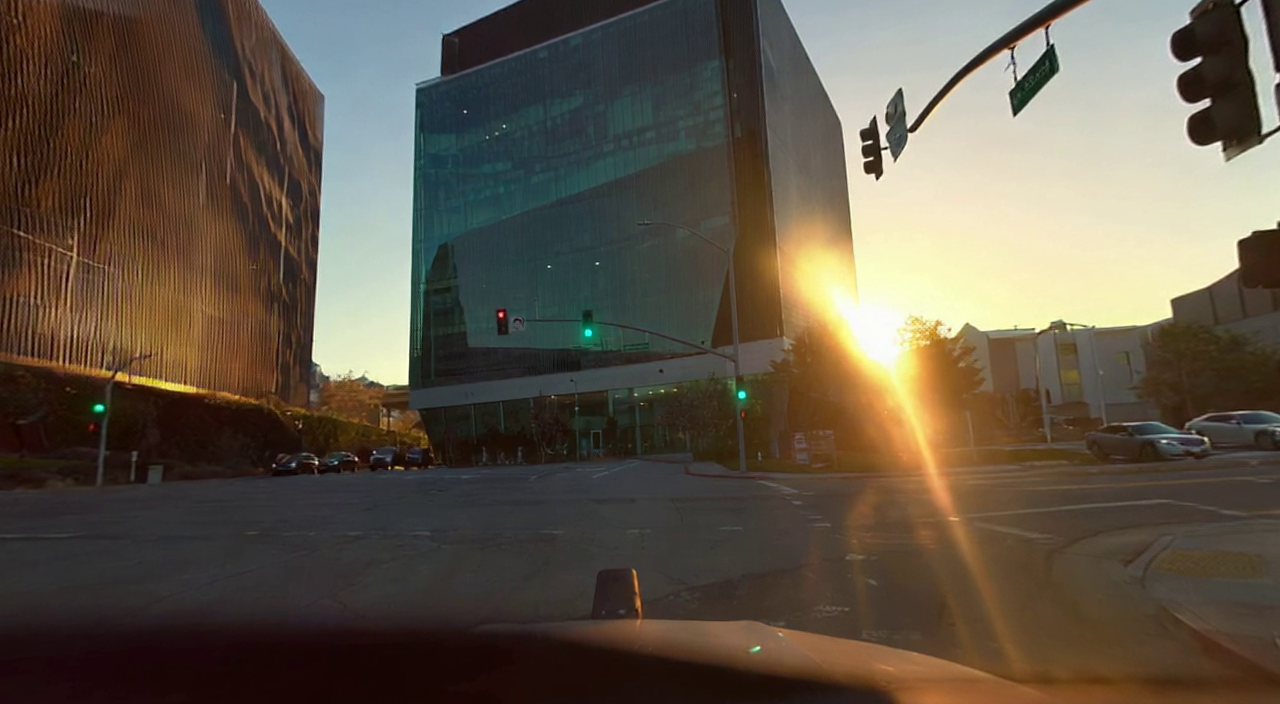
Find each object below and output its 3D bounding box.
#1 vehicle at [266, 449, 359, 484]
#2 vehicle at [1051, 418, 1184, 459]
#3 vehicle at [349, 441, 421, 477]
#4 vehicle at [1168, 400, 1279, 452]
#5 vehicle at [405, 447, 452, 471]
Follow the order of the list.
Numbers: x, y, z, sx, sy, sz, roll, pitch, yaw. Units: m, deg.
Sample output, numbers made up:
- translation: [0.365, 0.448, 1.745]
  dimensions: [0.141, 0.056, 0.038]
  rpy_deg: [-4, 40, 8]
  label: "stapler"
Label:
- translation: [-14.831, 5.202, 28.830]
  dimensions: [1.790, 1.437, 4.349]
  rpy_deg: [0, -9, 2]
  label: "vehicle"
- translation: [19.072, 3.528, 25.440]
  dimensions: [1.834, 1.480, 4.458]
  rpy_deg: [0, -9, 0]
  label: "vehicle"
- translation: [-14.876, 6.242, 37.071]
  dimensions: [2.091, 1.915, 5.040]
  rpy_deg: [0, -9, 0]
  label: "vehicle"
- translation: [24.407, 3.019, 25.142]
  dimensions: [2.109, 1.836, 5.080]
  rpy_deg: [-2, -10, 0]
  label: "vehicle"
- translation: [-15.135, 7.646, 45.227]
  dimensions: [1.932, 1.605, 4.146]
  rpy_deg: [0, -9, -1]
  label: "vehicle"
